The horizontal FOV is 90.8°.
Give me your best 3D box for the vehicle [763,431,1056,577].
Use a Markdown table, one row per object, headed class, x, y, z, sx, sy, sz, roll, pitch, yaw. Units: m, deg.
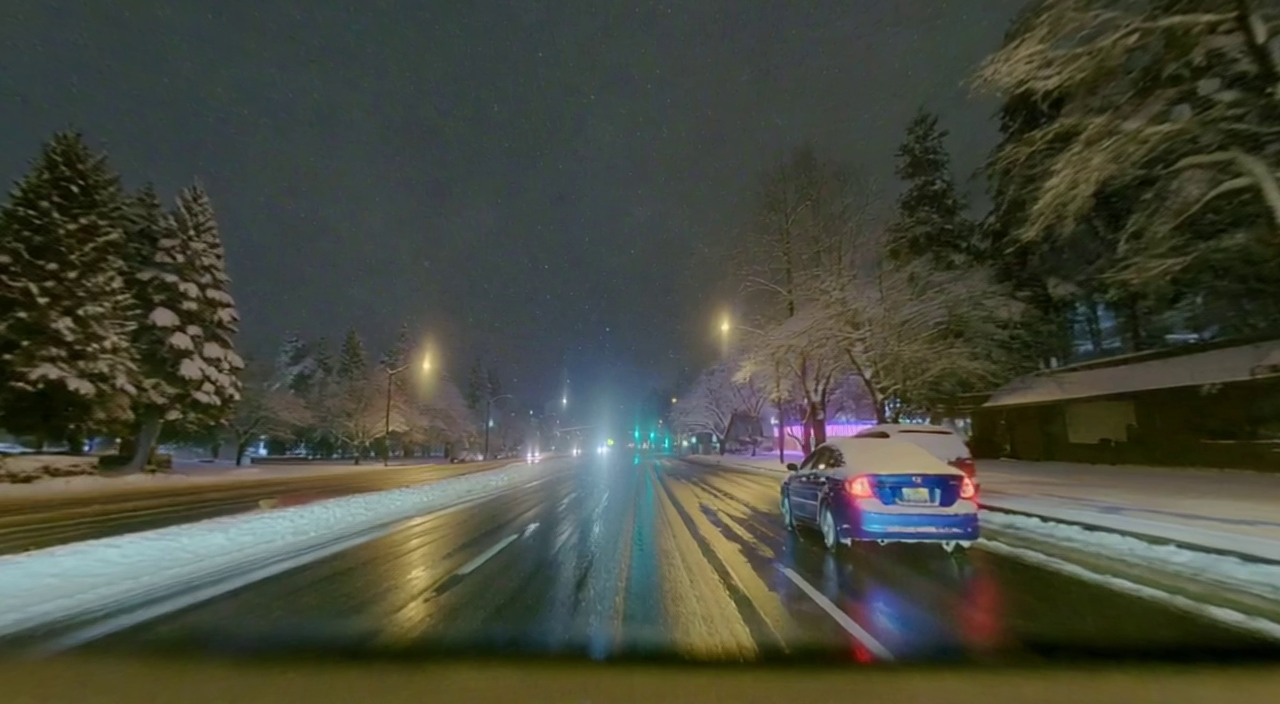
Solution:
| class | x | y | z | sx | sy | sz | roll | pitch | yaw |
| --- | --- | --- | --- | --- | --- | --- | --- | --- | --- |
| vehicle | 3.238 | 1.906 | 8.841 | 2.004 | 1.470 | 4.544 | 0 | -8 | -1 |
